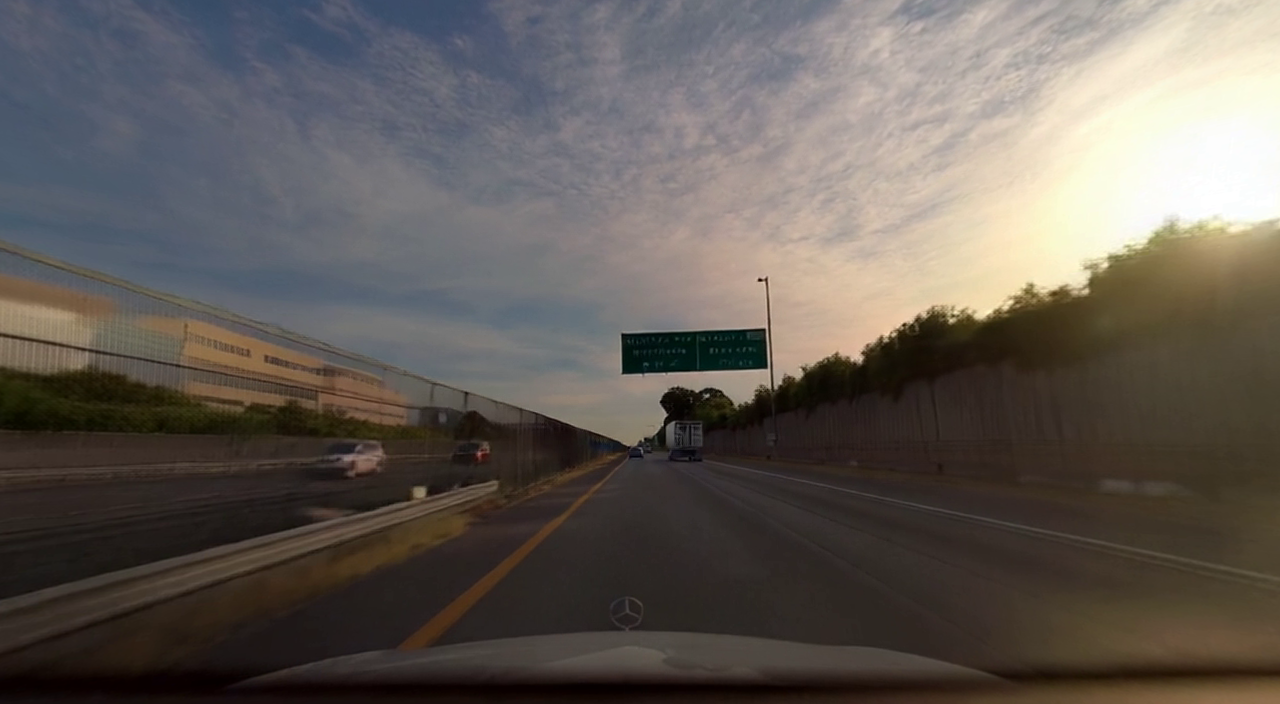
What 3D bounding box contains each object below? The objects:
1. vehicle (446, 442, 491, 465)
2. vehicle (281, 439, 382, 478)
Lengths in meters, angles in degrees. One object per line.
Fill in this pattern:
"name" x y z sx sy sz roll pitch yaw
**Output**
"vehicle" -12.217 7.234 45.158 1.914 1.562 4.690 0 -9 0
"vehicle" -12.932 4.491 26.829 1.890 1.474 4.672 0 -9 1
